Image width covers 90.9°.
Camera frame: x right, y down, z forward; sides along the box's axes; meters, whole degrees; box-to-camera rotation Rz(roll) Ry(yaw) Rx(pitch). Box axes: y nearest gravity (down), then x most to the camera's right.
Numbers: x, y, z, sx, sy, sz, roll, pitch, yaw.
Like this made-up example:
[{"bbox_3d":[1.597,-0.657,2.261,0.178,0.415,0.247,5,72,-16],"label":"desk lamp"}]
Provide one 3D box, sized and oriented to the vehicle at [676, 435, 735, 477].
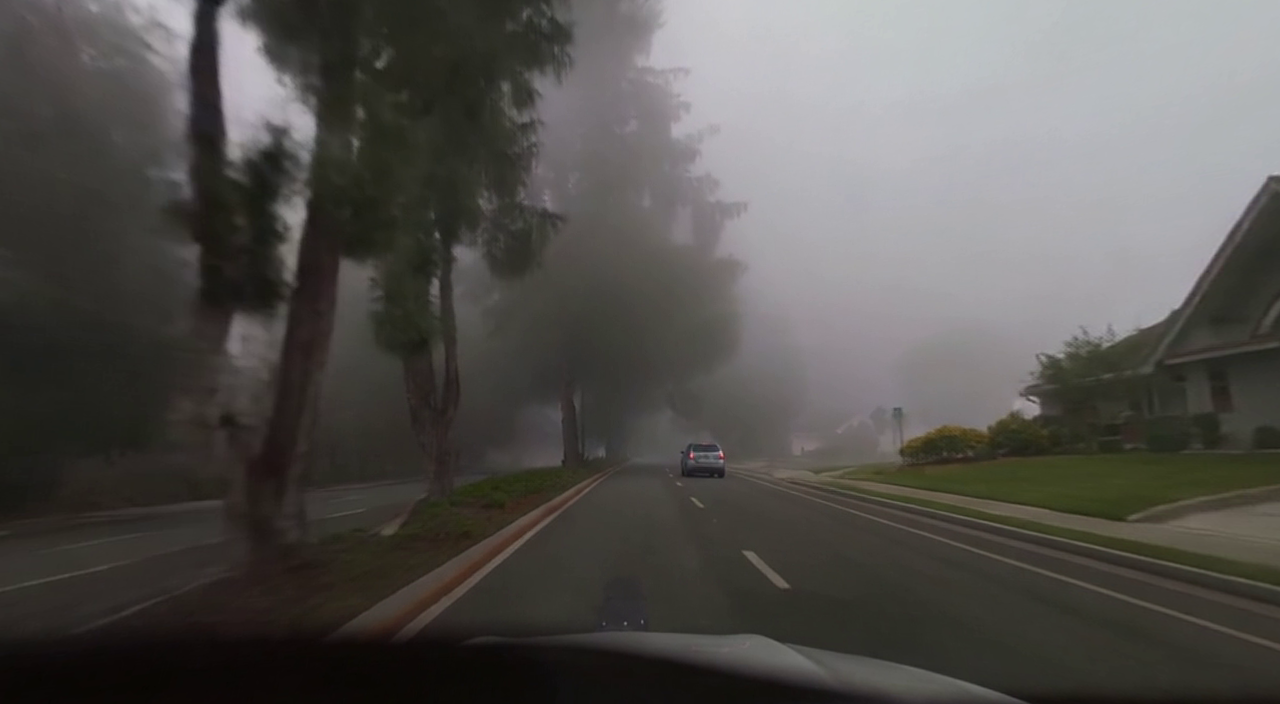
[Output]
[{"bbox_3d":[2.898,4.738,28.908,2.180,1.773,4.639,0,-9,-1],"label":"vehicle"}]
